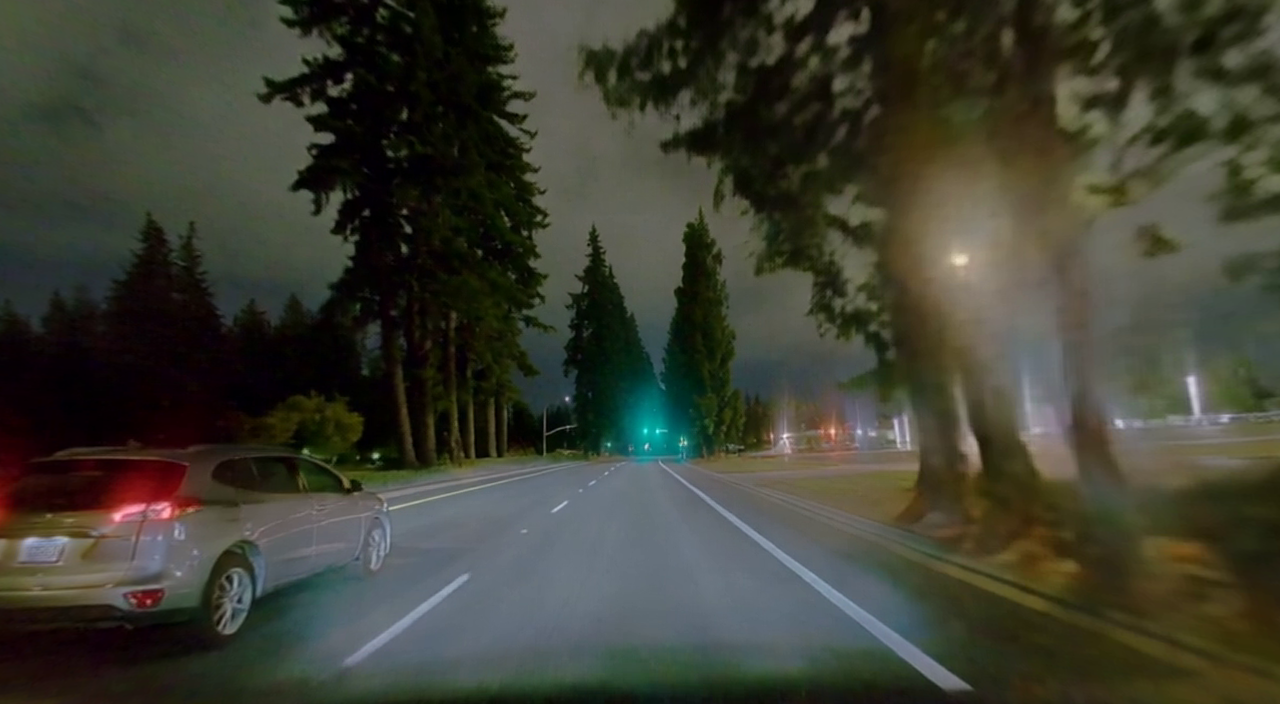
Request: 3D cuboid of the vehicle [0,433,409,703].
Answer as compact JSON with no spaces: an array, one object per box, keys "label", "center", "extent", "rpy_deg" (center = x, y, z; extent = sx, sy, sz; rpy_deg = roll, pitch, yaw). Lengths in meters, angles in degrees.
[{"label":"vehicle","center":[-3.823,1.482,5.555],"extent":[1.946,1.437,4.154],"rpy_deg":[0,-8,1]}]
